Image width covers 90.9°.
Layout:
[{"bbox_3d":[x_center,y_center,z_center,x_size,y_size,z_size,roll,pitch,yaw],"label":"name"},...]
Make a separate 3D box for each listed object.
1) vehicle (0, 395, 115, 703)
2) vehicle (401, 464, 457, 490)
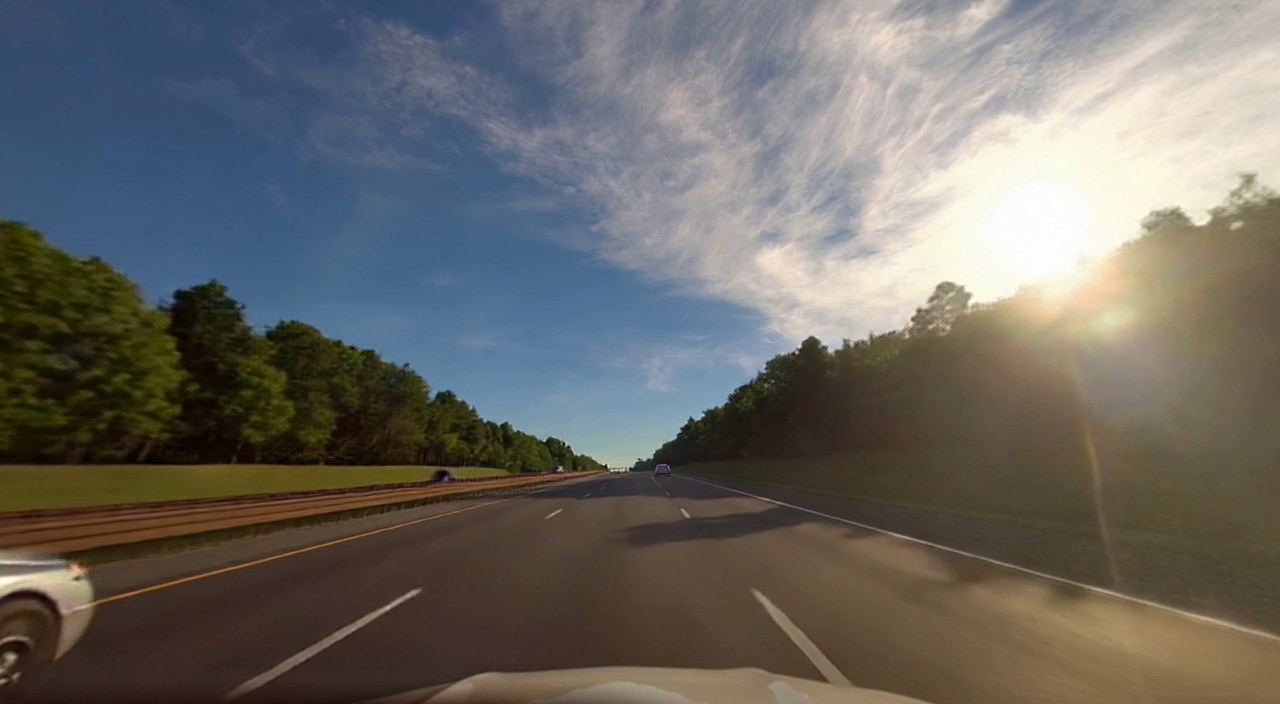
[{"bbox_3d":[-3.989,0.657,1.106,1.928,1.593,4.871,1,-10,-1],"label":"vehicle"},{"bbox_3d":[-12.827,7.658,38.638,1.898,1.453,4.393,1,-10,0],"label":"vehicle"}]
